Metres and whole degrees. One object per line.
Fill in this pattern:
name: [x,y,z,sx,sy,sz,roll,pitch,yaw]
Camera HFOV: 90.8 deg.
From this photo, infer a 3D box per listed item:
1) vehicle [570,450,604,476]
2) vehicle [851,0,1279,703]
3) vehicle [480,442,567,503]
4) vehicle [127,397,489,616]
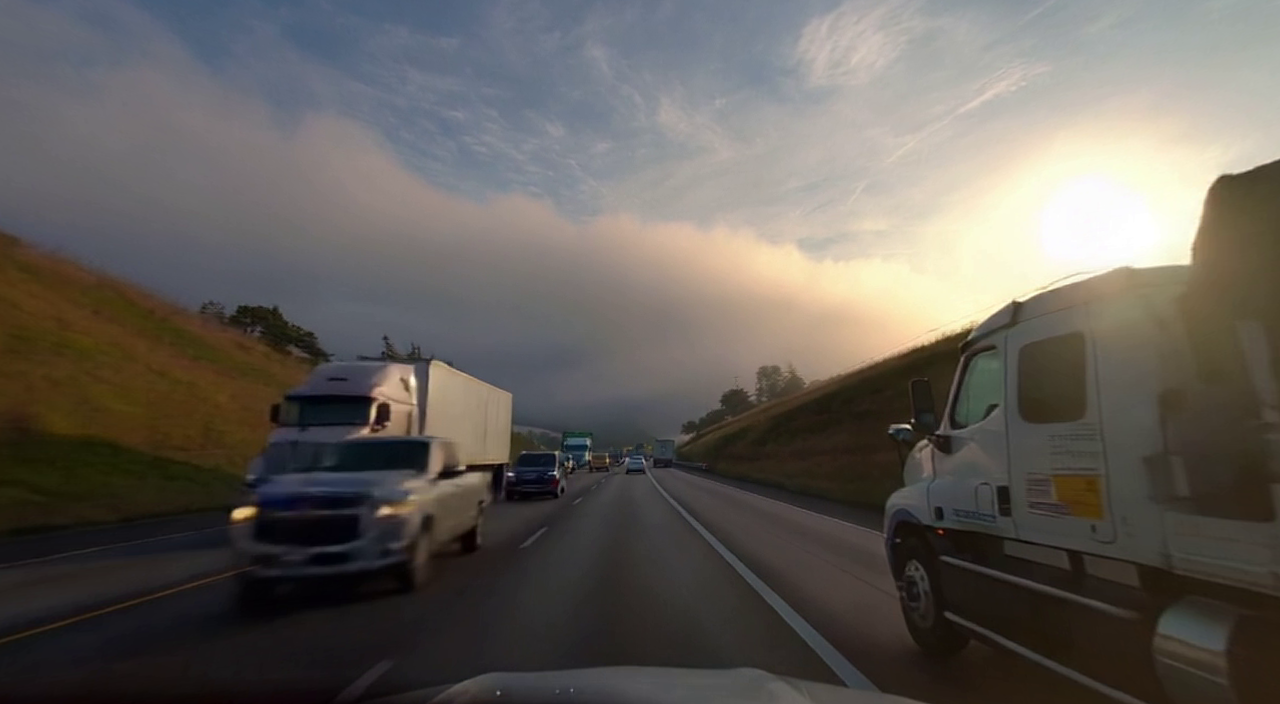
vehicle: [-3.940,8.350,47.721,2.127,1.806,4.243,0,-9,0]
vehicle: [3.084,-0.168,1.412,2.959,3.973,5.928,0,-9,-1]
vehicle: [-3.788,4.011,21.426,2.088,1.800,4.543,0,-9,0]
vehicle: [-3.357,1.655,7.589,2.088,1.860,4.164,0,-9,-1]
